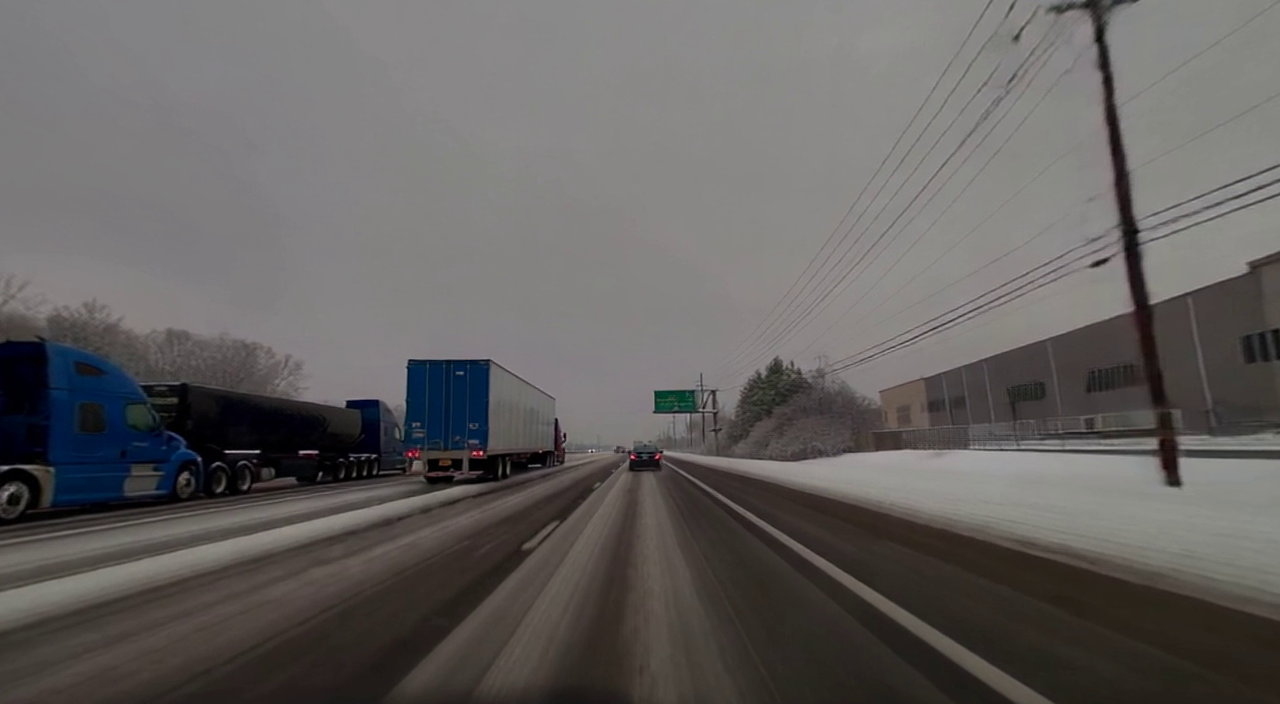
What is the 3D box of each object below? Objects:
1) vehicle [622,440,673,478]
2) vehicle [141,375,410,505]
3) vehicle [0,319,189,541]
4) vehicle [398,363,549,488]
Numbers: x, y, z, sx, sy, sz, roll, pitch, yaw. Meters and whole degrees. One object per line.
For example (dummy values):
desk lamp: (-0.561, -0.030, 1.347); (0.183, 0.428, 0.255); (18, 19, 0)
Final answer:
vehicle: (0.268, 4.676, 27.748); (2.055, 1.514, 4.323); (0, -8, -1)
vehicle: (-10.571, 2.831, 20.112); (2.896, 3.140, 9.491); (0, -8, 0)
vehicle: (-10.594, 1.137, 9.165); (2.722, 3.172, 7.167); (0, -8, -1)
vehicle: (-6.541, 3.515, 28.367); (2.907, 4.081, 15.311); (0, -8, -1)
